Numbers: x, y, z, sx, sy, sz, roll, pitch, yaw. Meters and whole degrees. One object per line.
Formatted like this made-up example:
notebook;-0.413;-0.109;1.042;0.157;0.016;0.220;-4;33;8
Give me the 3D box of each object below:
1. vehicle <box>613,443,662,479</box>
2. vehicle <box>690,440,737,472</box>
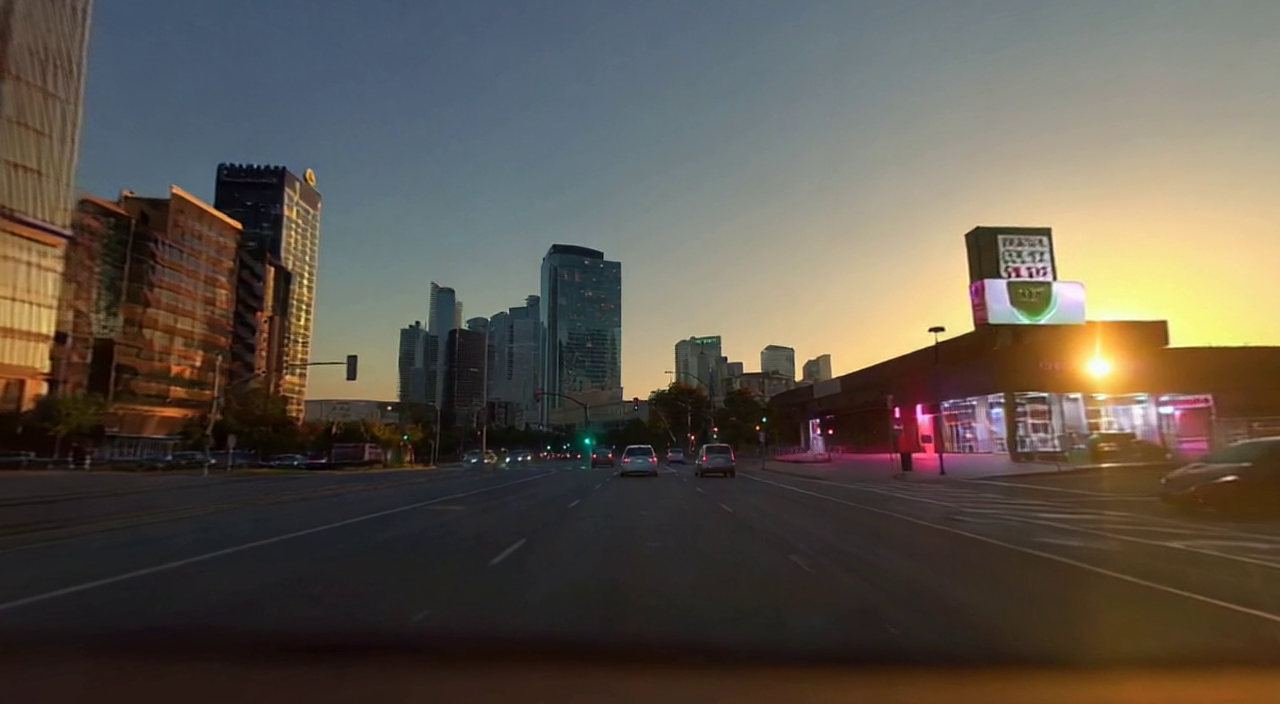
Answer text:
vehicle;-0.100;4.875;28.448;2.059;1.477;3.988;0;-9;0
vehicle;4.107;5.898;35.950;2.007;1.683;4.171;0;-9;-2
